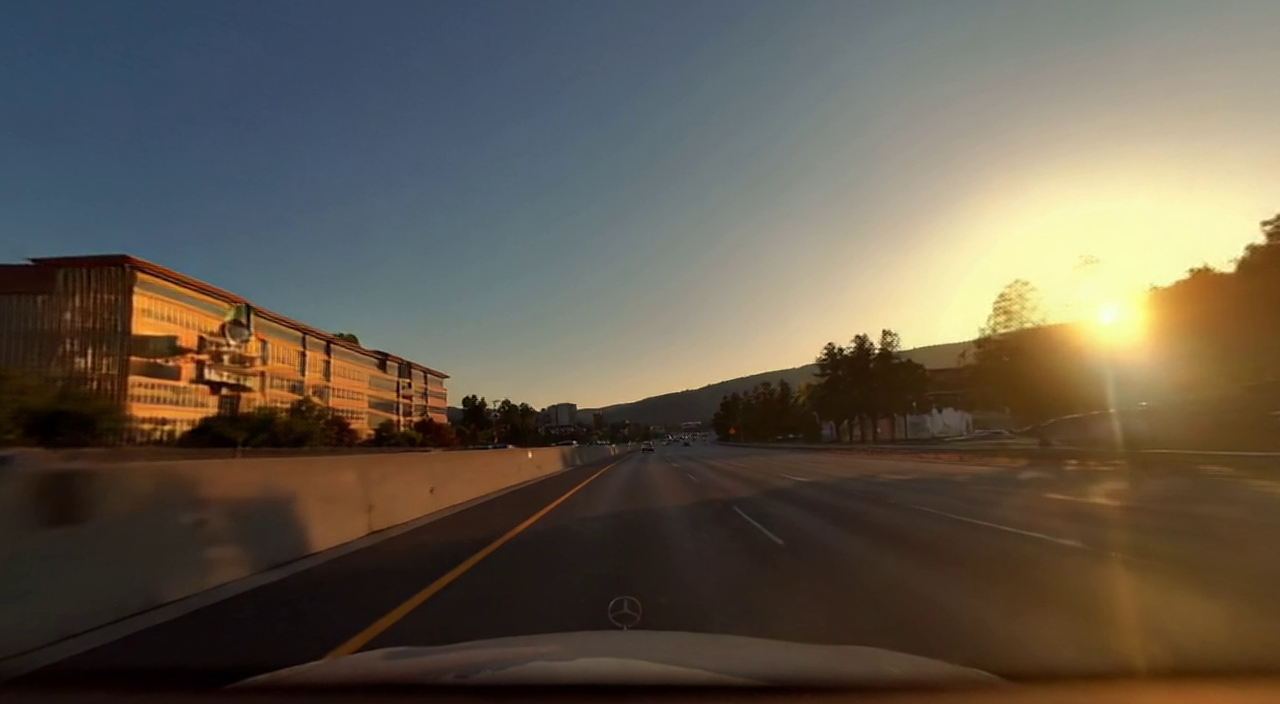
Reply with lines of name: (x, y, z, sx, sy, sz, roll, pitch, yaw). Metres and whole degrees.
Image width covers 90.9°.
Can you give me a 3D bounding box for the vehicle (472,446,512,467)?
vehicle: (-11.338, 7.997, 48.529, 1.910, 1.499, 4.634, 0, -8, 1)
